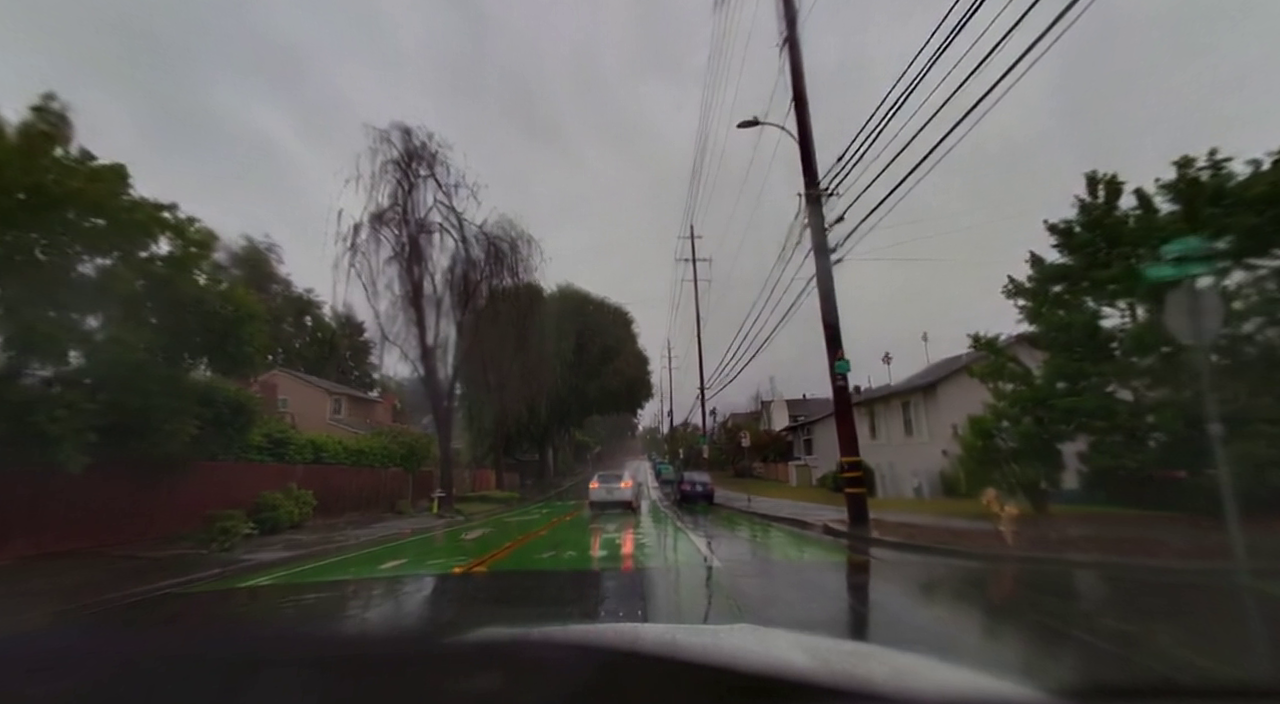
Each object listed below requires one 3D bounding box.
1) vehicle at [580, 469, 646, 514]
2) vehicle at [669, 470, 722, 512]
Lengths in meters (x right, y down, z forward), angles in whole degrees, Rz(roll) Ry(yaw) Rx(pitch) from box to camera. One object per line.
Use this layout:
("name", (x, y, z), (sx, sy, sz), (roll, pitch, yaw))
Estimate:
("vehicle", (-0.918, 5.251, 24.083), (2.235, 1.500, 4.496), (-1, -11, 1))
("vehicle", (2.547, 6.496, 29.904), (1.909, 1.694, 4.472), (1, -9, -2))
